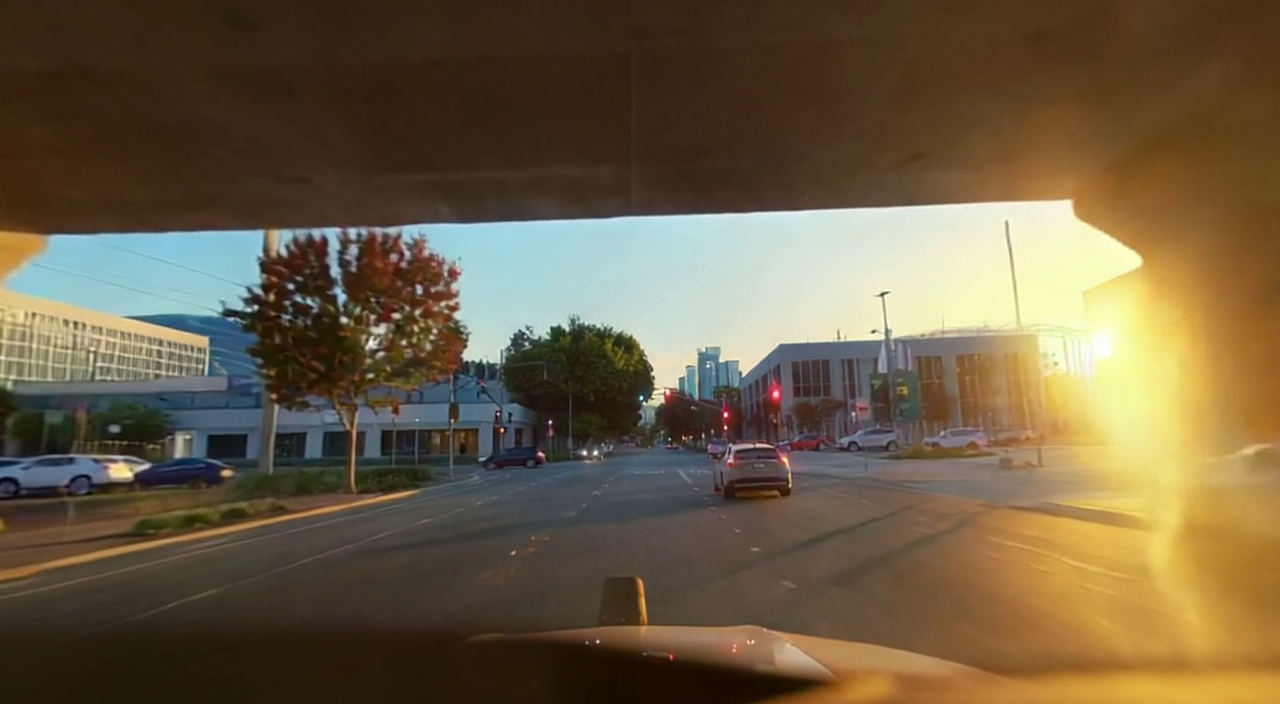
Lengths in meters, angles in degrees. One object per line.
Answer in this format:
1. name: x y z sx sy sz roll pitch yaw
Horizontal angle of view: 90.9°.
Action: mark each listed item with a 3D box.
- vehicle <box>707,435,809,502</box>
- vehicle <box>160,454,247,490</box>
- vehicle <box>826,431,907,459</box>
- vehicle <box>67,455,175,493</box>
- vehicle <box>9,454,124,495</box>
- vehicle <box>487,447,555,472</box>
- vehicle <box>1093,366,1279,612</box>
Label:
1. vehicle: 3.004 3.043 16.859 1.947 1.576 3.825 0 -9 0
2. vehicle: -22.854 6.250 33.202 1.757 1.699 3.854 0 -9 1
3. vehicle: 15.117 6.256 42.277 4.611 1.778 1.939 0 -9 1
4. vehicle: -27.228 6.363 33.316 1.807 1.795 4.566 0 -9 0
5. vehicle: -29.993 6.360 33.194 1.811 1.942 4.376 0 -9 1
6. vehicle: -7.796 7.002 41.208 4.037 1.562 2.099 -7 -11 36
7. vehicle: 6.770 1.070 4.703 2.433 2.116 5.789 0 -9 0
